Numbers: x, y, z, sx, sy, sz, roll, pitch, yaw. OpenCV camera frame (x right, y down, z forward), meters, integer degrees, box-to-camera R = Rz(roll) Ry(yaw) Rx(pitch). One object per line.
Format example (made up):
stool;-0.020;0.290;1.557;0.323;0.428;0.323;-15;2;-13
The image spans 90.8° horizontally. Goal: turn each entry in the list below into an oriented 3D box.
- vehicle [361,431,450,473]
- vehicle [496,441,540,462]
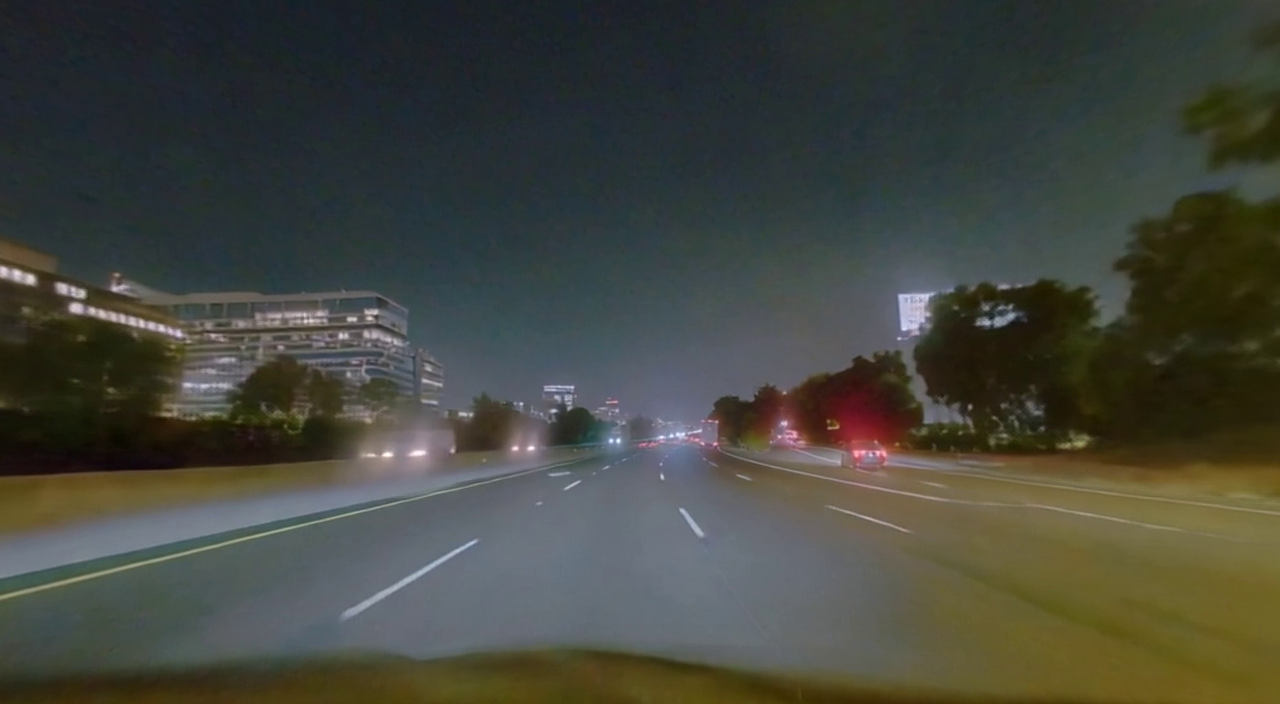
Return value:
vehicle;-11.594;5.006;31.809;2.196;1.925;5.563;-1;-8;2
vehicle;-9.038;7.439;47.248;2.327;1.492;4.540;0;-8;1
